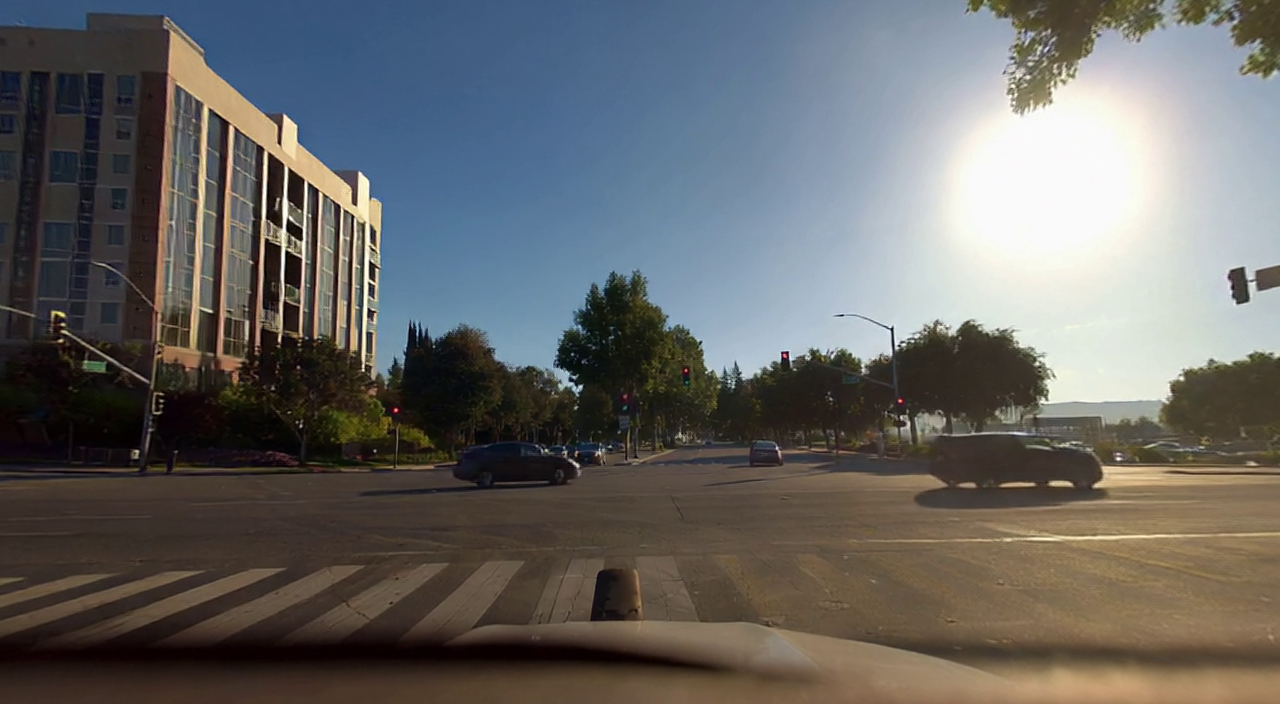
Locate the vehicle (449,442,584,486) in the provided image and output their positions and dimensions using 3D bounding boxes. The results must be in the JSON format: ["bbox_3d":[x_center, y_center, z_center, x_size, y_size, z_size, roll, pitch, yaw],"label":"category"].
[{"bbox_3d":[-4.462,4.003,22.863,4.424,1.454,2.043,3,-9,-23],"label":"vehicle"}]

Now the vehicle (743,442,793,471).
[{"bbox_3d":[7.465,5.986,36.452,1.955,1.569,4.397,-4,-9,22],"label":"vehicle"}]

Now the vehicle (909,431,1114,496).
[{"bbox_3d":[11.087,3.329,19.100,4.923,1.800,2.153,1,-8,-6],"label":"vehicle"}]
